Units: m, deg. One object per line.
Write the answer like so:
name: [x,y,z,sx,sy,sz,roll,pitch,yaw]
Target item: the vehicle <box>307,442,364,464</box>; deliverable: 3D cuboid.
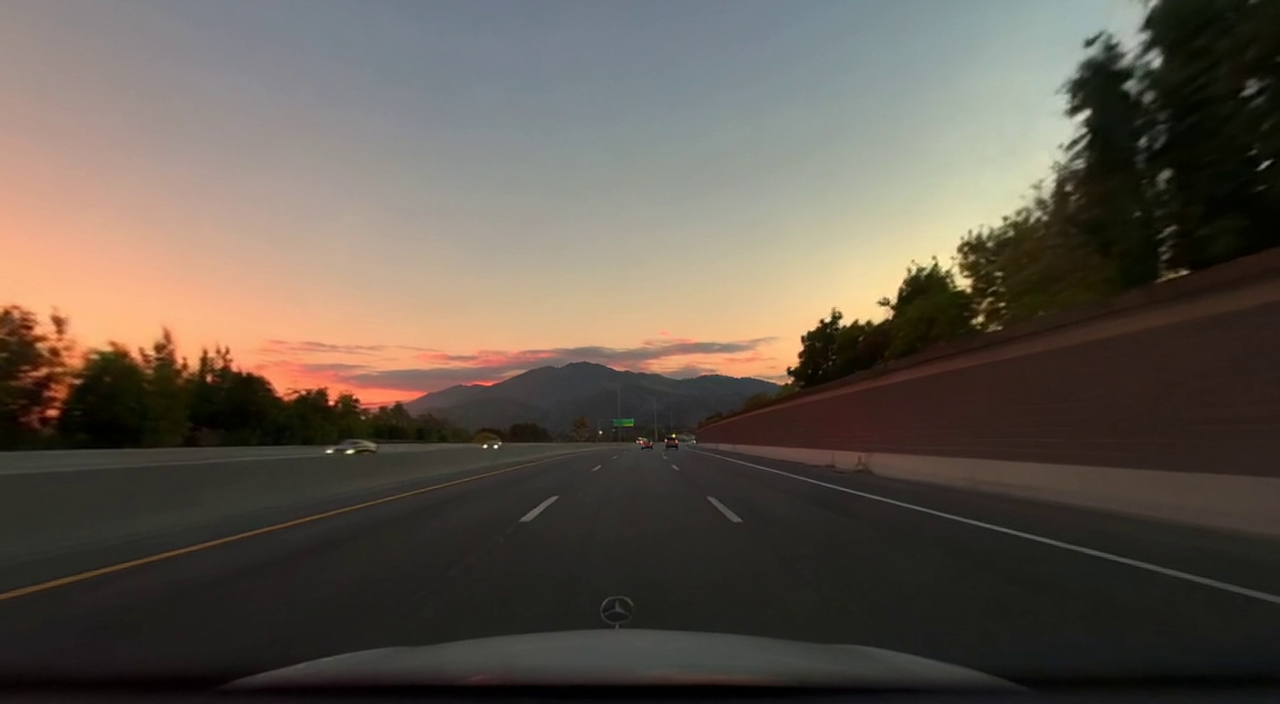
vehicle: [-22.824,7.579,47.483,1.878,1.526,4.733,0,-8,1]
